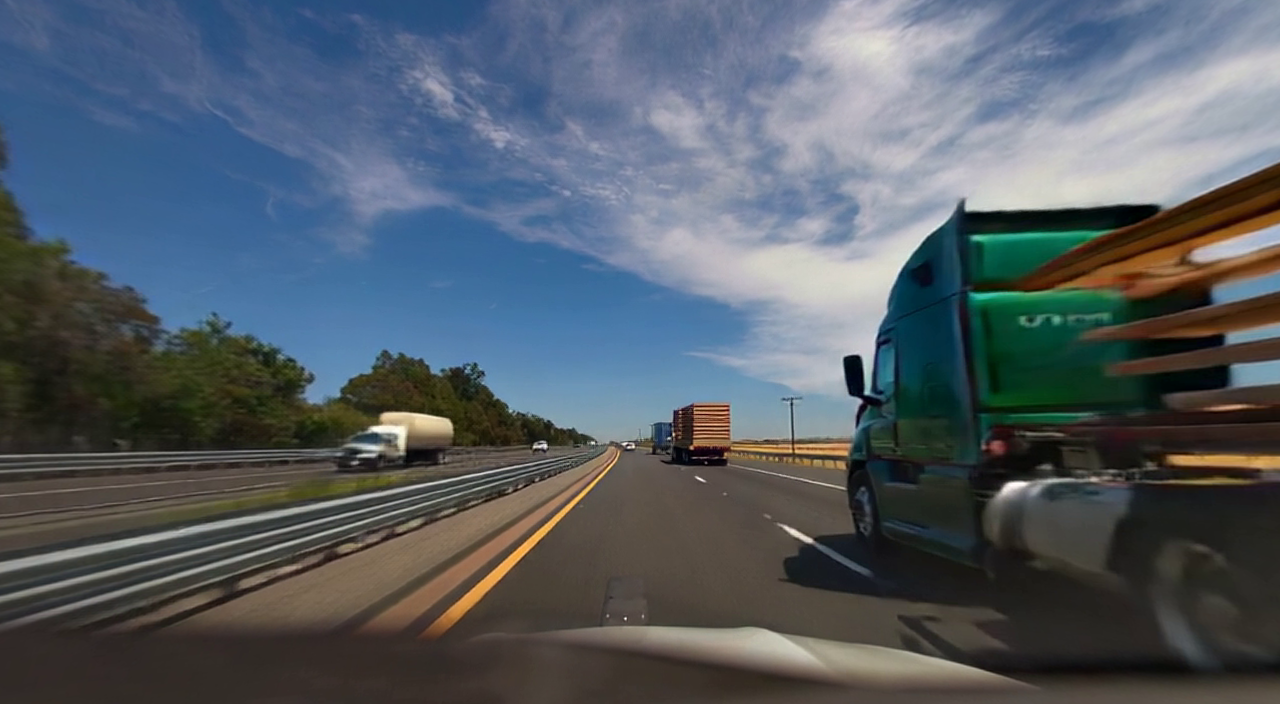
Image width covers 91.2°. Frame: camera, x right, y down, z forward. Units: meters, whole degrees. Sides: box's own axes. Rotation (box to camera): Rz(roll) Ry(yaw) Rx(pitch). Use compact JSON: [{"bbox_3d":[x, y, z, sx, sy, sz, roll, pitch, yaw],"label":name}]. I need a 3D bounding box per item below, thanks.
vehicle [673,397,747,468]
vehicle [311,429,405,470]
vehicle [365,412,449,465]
[{"bbox_3d":[4.071,5.272,40.067,3.278,3.788,13.133,0,-9,0],"label":"vehicle"},{"bbox_3d":[-12.529,4.381,28.298,1.893,1.652,4.998,0,-9,1],"label":"vehicle"},{"bbox_3d":[-12.655,4.771,34.536,2.410,2.664,5.507,0,-9,0],"label":"vehicle"}]
